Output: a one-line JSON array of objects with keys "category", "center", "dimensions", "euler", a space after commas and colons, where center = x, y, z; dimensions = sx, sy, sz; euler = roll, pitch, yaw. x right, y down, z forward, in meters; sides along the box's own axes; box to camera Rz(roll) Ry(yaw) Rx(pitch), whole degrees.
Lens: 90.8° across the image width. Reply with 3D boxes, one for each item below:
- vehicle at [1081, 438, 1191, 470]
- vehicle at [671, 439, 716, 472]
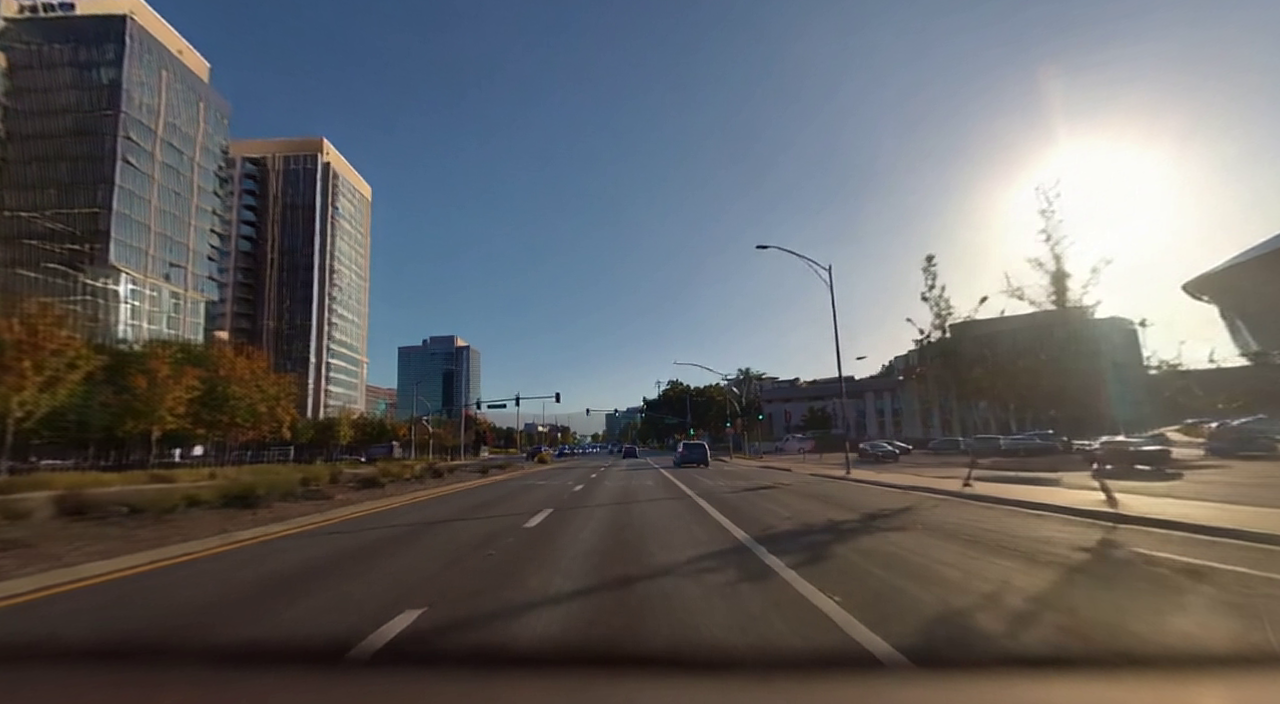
[{"category": "vehicle", "center": [23.144, 4.767, 29.540], "dimensions": [3.661, 1.417, 1.783], "euler": [0, -9, -4]}, {"category": "vehicle", "center": [3.038, 6.022, 36.945], "dimensions": [2.069, 1.761, 4.610], "euler": [0, -9, -2]}]
